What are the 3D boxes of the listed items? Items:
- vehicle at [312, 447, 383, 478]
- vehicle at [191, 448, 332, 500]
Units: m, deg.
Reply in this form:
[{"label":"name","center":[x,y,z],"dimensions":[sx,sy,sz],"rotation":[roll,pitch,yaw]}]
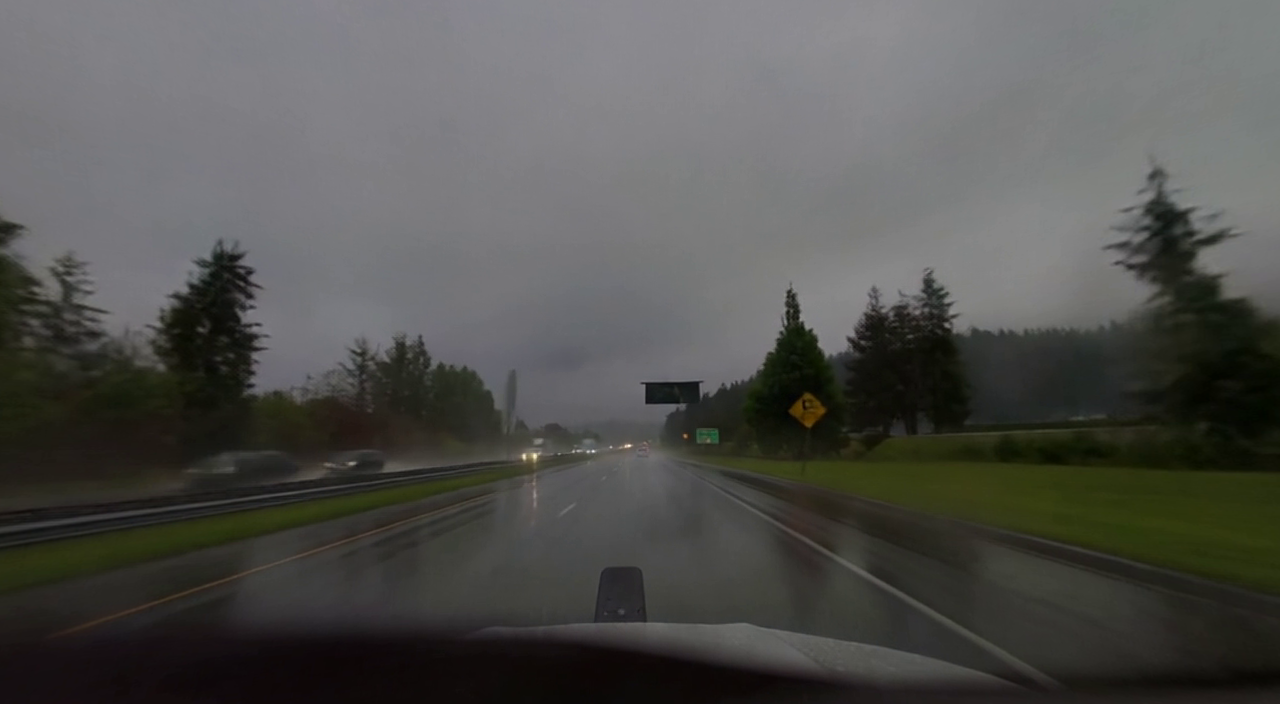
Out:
[{"label":"vehicle","center":[-16.859,6.376,36.550],"dimensions":[1.999,1.675,4.393],"rotation":[0,-9,0]},{"label":"vehicle","center":[-12.085,3.889,20.524],"dimensions":[1.879,1.478,4.279],"rotation":[0,-9,1]}]
